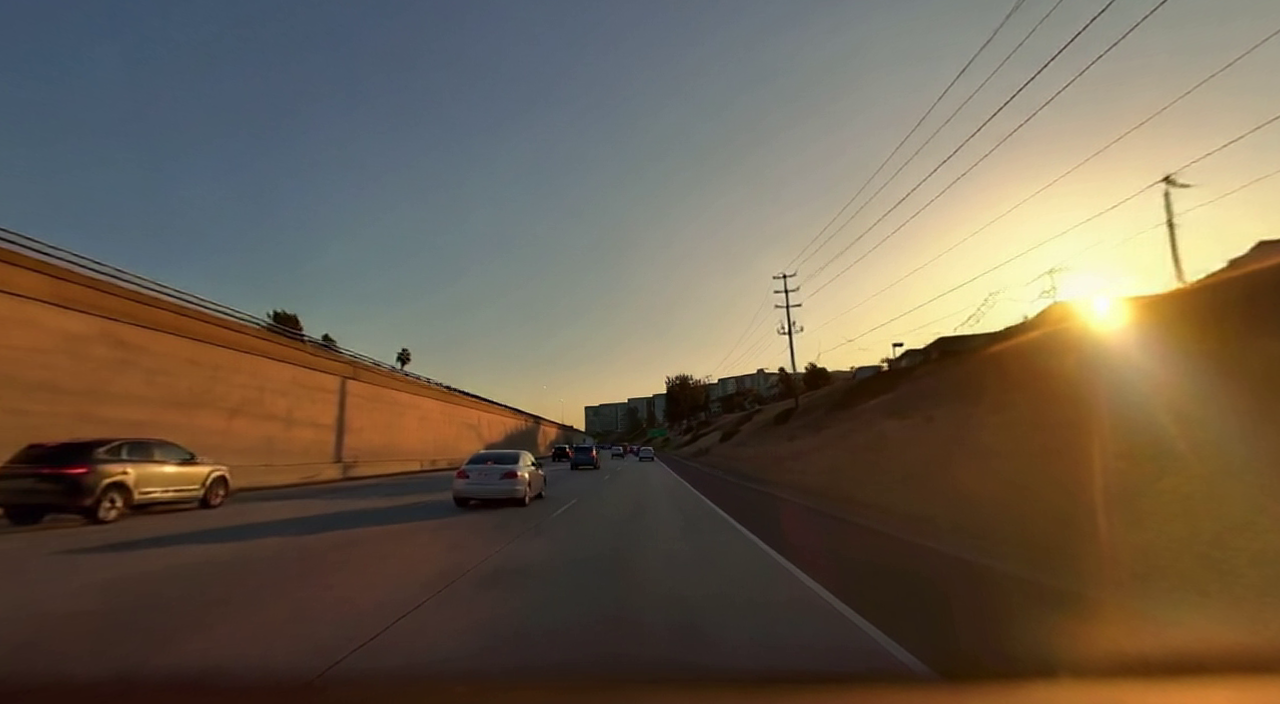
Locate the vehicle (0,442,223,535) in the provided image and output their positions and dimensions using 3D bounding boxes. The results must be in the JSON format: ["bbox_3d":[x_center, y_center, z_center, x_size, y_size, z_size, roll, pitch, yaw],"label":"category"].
[{"bbox_3d":[-11.156,2.588,12.773,1.978,1.498,4.940,0,-8,1],"label":"vehicle"}]

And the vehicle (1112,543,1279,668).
[{"bbox_3d":[12.231,5.079,13.121,1.853,1.586,3.727,0,-8,-1],"label":"vehicle"}]

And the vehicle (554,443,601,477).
[{"bbox_3d":[-3.372,5.944,35.071,2.052,1.731,4.372,0,-8,2],"label":"vehicle"}]

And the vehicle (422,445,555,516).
[{"bbox_3d":[-3.438,2.993,15.292,2.056,1.449,4.330,0,-8,1],"label":"vehicle"}]
